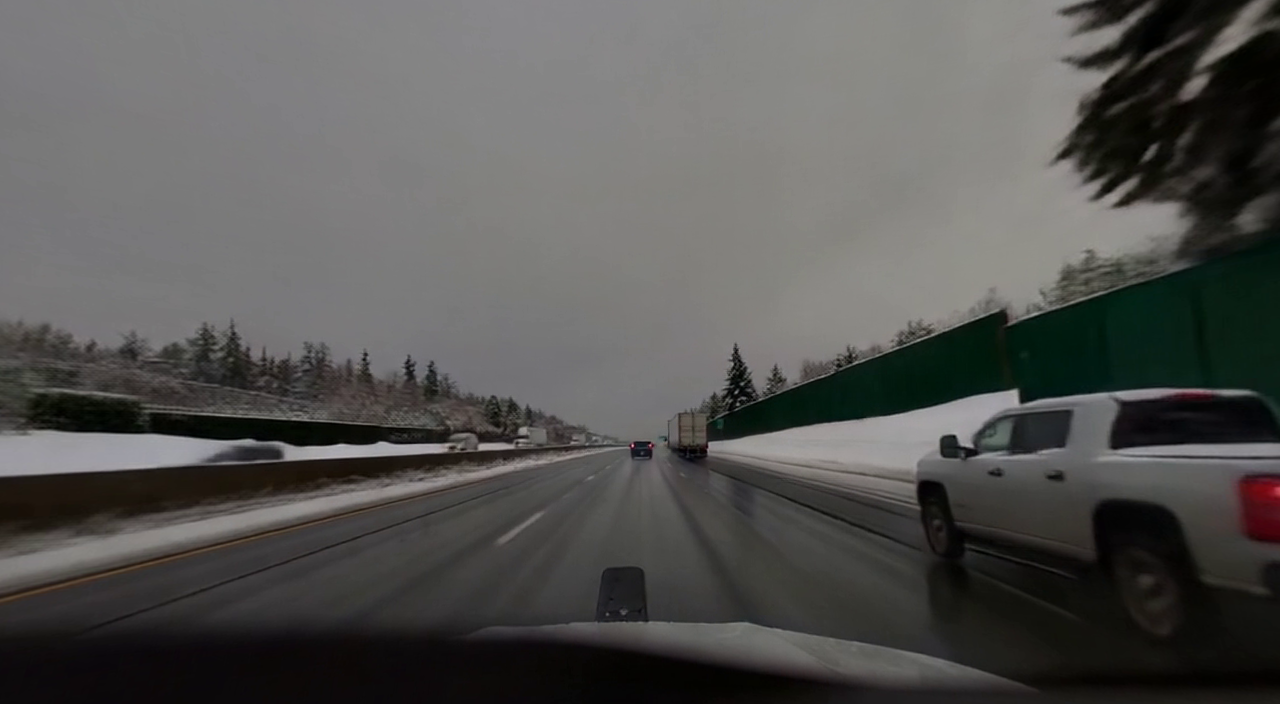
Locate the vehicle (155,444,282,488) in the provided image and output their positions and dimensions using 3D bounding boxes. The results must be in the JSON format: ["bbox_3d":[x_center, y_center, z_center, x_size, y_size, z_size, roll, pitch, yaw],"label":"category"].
[{"bbox_3d":[-15.713,4.239,23.751,1.908,1.466,3.993,0,-8,2],"label":"vehicle"}]

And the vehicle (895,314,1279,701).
[{"bbox_3d":[4.346,1.082,5.241,2.209,1.943,5.262,0,-8,0],"label":"vehicle"}]

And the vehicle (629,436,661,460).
[{"bbox_3d":[0.337,7.472,49.237,2.389,1.760,4.473,0,-8,0],"label":"vehicle"}]
